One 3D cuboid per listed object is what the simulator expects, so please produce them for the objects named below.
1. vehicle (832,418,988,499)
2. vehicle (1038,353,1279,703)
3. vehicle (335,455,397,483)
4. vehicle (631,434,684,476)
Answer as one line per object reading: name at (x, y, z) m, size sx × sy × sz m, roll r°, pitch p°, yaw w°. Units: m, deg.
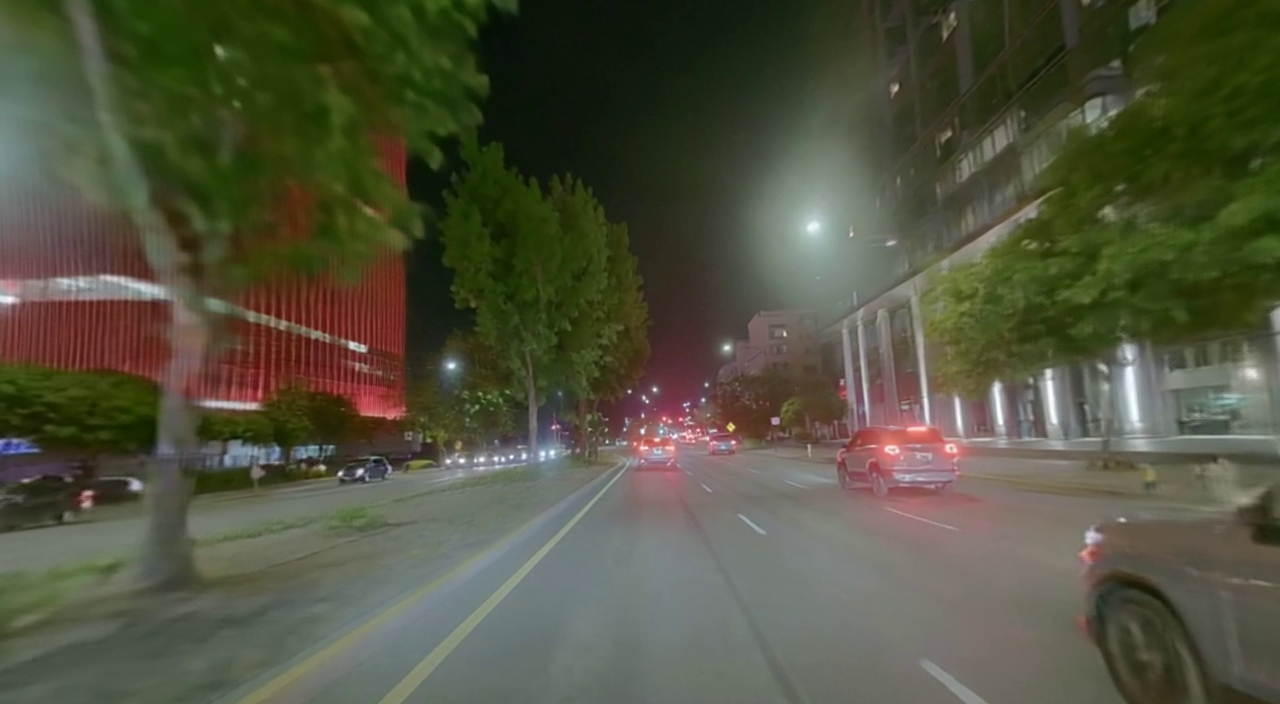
vehicle at (6.794, 2.740, 16.571) m, size 1.963 × 1.783 × 4.722 m, roll 0°, pitch -8°, yaw 0°
vehicle at (3.196, 0.642, 1.086) m, size 1.931 × 1.591 × 4.708 m, roll 0°, pitch -8°, yaw 0°
vehicle at (-18.068, 7.721, 41.845) m, size 1.947 × 1.609 × 4.589 m, roll 0°, pitch -8°, yaw 1°
vehicle at (0.720, 4.447, 27.468) m, size 2.125 × 1.669 × 3.880 m, roll 0°, pitch -8°, yaw 0°
